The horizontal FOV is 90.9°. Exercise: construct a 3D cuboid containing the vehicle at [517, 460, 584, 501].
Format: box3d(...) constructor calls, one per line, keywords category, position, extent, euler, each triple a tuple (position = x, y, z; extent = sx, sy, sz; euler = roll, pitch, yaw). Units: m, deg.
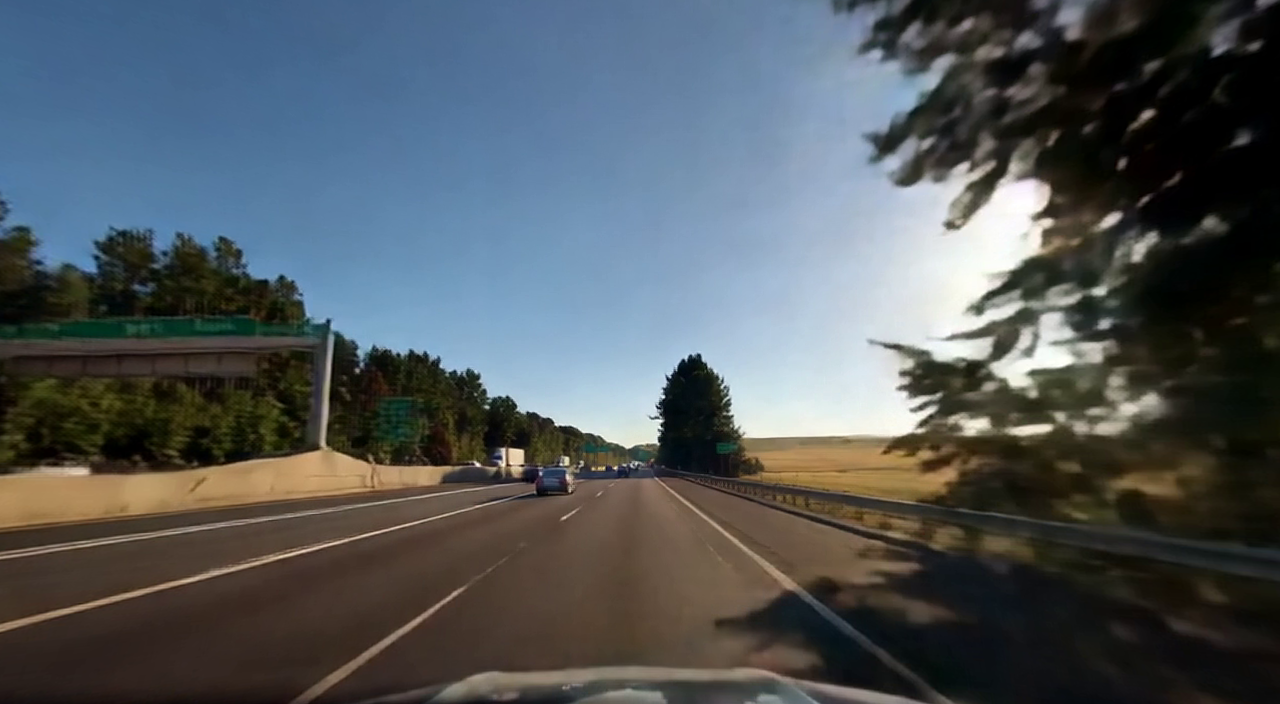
box3d(category="vehicle", position=(-3.568, 5.270, 26.076), extent=(2.039, 1.505, 4.843), euler=(1, -10, 0))
